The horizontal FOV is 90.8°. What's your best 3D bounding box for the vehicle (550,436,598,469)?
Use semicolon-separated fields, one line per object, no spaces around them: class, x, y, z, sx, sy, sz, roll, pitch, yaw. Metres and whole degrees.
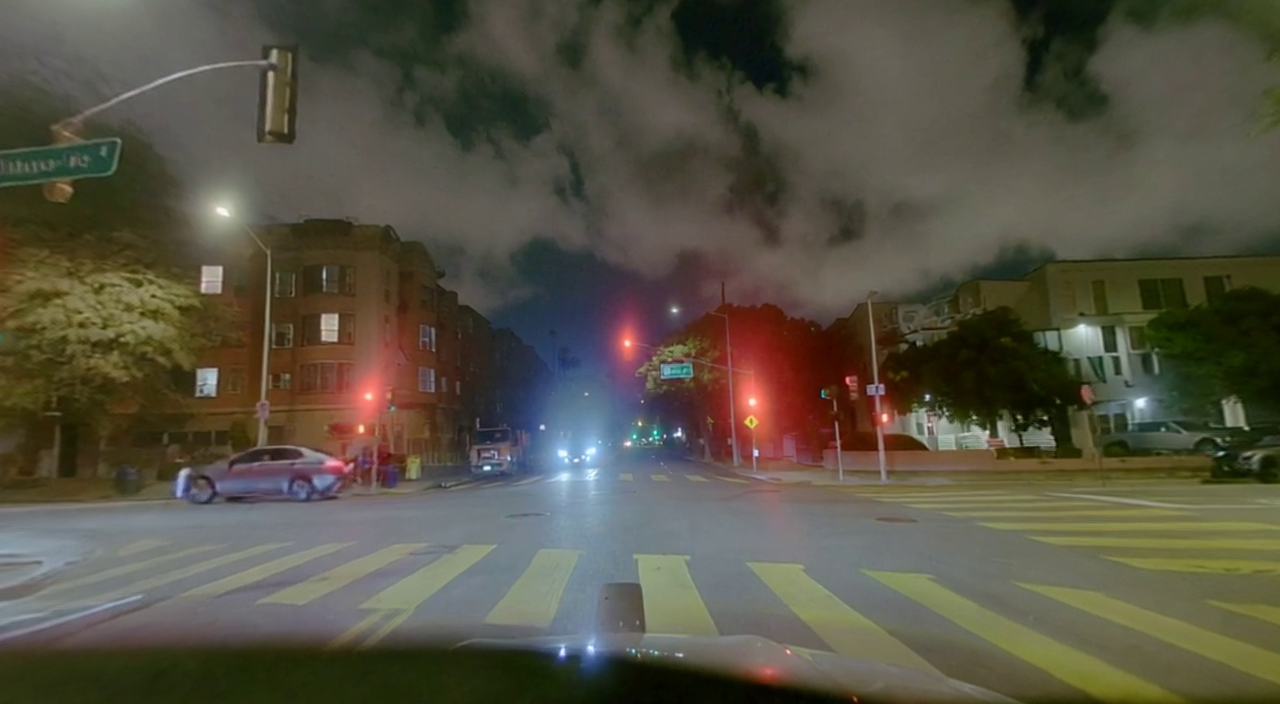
vehicle;-3.700;5.762;36.338;2.302;1.708;4.764;0;-8;-1

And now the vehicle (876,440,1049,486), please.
vehicle;11.268;3.892;22.427;5.158;1.470;2.012;-4;-10;26

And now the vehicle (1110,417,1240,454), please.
vehicle;33.326;5.213;39.481;5.969;2.225;2.458;0;-9;-3

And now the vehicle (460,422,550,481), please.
vehicle;-6.434;4.885;31.277;2.896;2.560;7.322;0;-8;-1

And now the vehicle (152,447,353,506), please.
vehicle;-11.082;3.570;18.330;4.497;1.579;1.952;0;-9;-1
